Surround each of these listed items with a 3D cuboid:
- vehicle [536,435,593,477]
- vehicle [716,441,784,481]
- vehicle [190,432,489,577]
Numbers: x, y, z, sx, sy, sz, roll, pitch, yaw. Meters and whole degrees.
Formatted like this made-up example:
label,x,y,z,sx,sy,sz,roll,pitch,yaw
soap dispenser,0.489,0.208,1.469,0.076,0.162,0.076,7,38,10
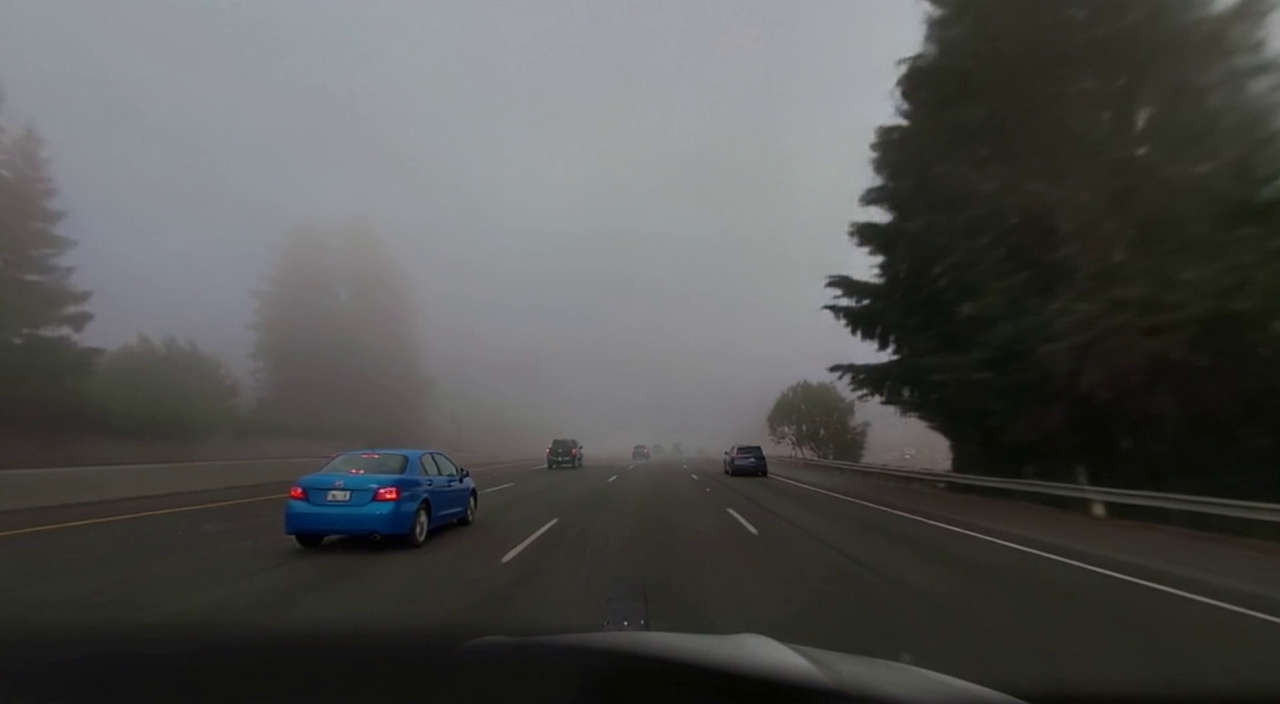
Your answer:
label,x,y,z,sx,sy,sz,roll,pitch,yaw
vehicle,-3.555,4.989,30.506,2.122,1.847,4.696,0,-8,0
vehicle,4.407,4.460,26.046,2.100,1.472,4.533,0,-8,1
vehicle,-3.654,1.914,8.814,1.948,1.475,4.461,0,-8,0
